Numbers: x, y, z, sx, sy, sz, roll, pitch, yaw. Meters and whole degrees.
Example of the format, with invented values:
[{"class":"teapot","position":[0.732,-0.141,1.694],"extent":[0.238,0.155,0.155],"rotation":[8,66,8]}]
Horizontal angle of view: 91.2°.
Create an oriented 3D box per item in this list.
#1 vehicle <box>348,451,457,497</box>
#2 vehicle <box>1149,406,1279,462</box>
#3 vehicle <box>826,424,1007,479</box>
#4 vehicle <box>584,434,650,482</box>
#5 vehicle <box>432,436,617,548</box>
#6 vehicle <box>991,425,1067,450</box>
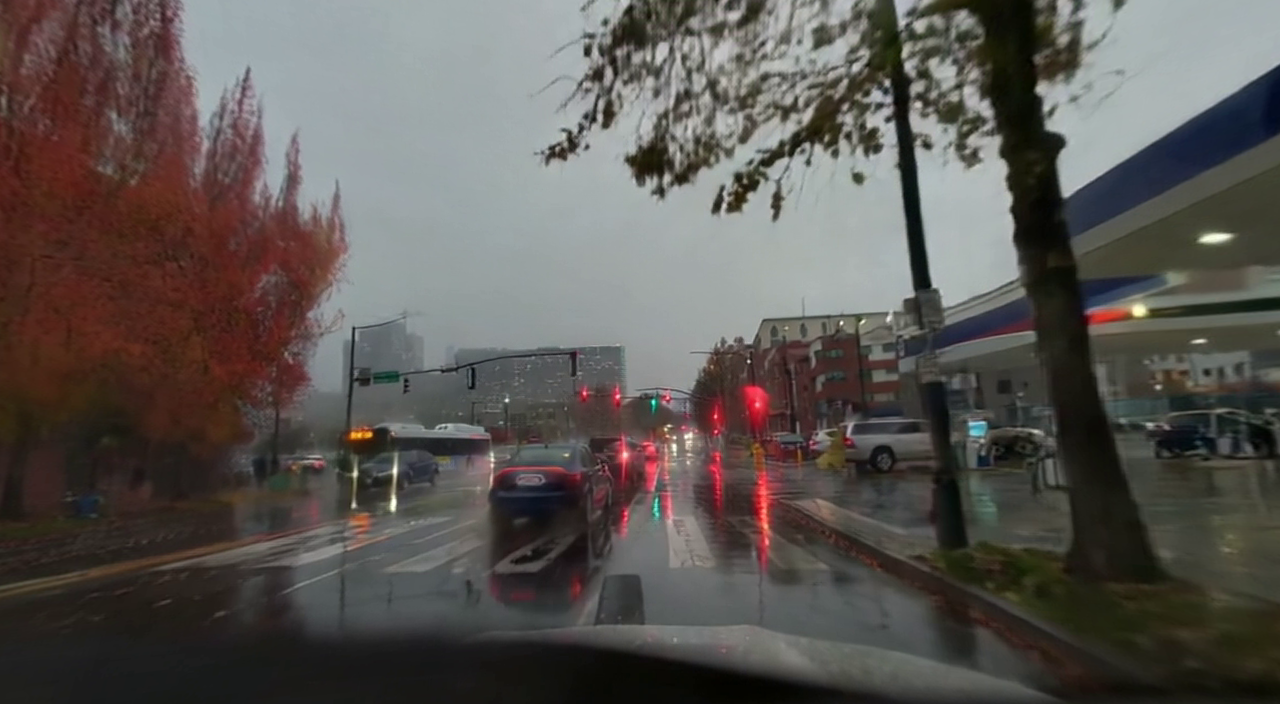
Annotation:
[{"class":"vehicle","position":[-9.276,4.795,25.077],"extent":[2.054,1.599,5.178],"rotation":[-1,-9,3]},{"class":"vehicle","position":[17.764,2.394,18.191],"extent":[4.064,1.507,2.078],"rotation":[-1,-9,3]},{"class":"vehicle","position":[8.899,3.247,20.598],"extent":[4.894,1.451,2.089],"rotation":[-4,-8,3]},{"class":"vehicle","position":[-0.815,4.226,25.152],"extent":[2.365,1.751,3.904],"rotation":[-1,-9,2]},{"class":"vehicle","position":[-1.662,2.227,10.638],"extent":[2.092,1.507,4.078],"rotation":[-1,-9,4]},{"class":"vehicle","position":[26.403,5.803,42.602],"extent":[3.847,1.490,1.883],"rotation":[-1,-8,-5]}]
